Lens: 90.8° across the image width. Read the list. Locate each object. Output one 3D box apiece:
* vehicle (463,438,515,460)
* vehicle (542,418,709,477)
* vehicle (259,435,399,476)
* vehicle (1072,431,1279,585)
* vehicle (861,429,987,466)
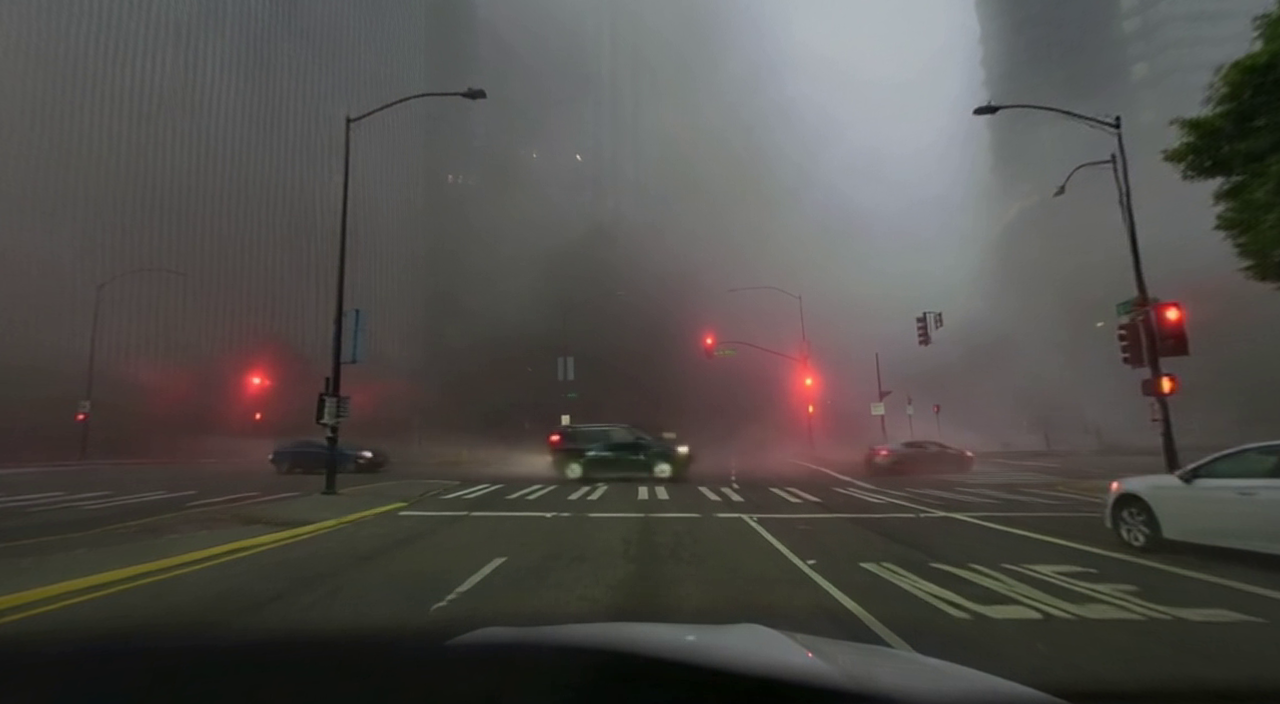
[{"bbox_3d":[-10.803,6.988,45.493,1.964,1.476,4.593,-2,-9,10],"label":"vehicle"},{"bbox_3d":[-0.546,3.397,22.588,5.659,1.967,2.149,0,-9,-4],"label":"vehicle"},{"bbox_3d":[-12.097,4.053,24.834,4.482,1.492,1.805,0,-9,-4],"label":"vehicle"},{"bbox_3d":[7.203,1.571,6.531,1.936,1.489,4.885,0,-9,-1],"label":"vehicle"},{"bbox_3d":[12.021,4.065,26.883,4.503,1.475,1.789,0,-9,-4],"label":"vehicle"}]
